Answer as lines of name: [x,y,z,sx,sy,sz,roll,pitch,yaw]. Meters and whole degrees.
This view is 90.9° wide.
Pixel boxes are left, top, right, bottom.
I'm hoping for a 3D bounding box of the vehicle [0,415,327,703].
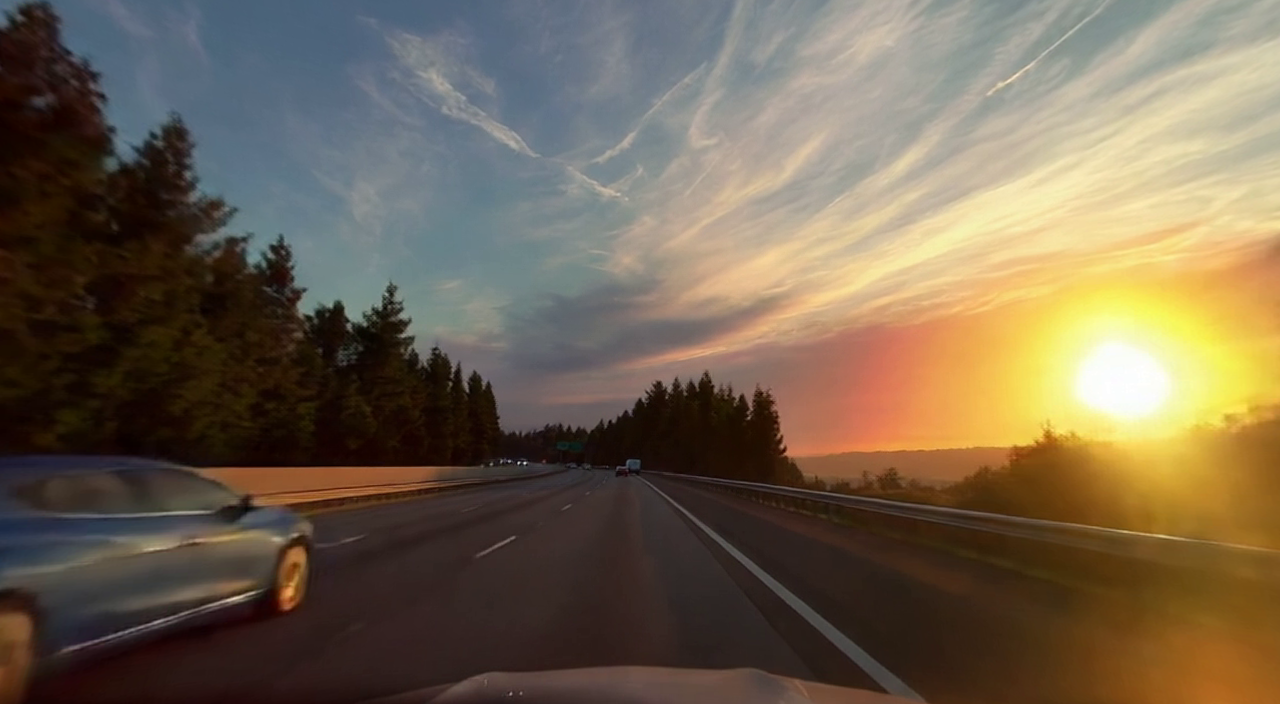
vehicle: [-3.724,1.151,3.457,2.040,1.465,3.744,1,-11,0]
